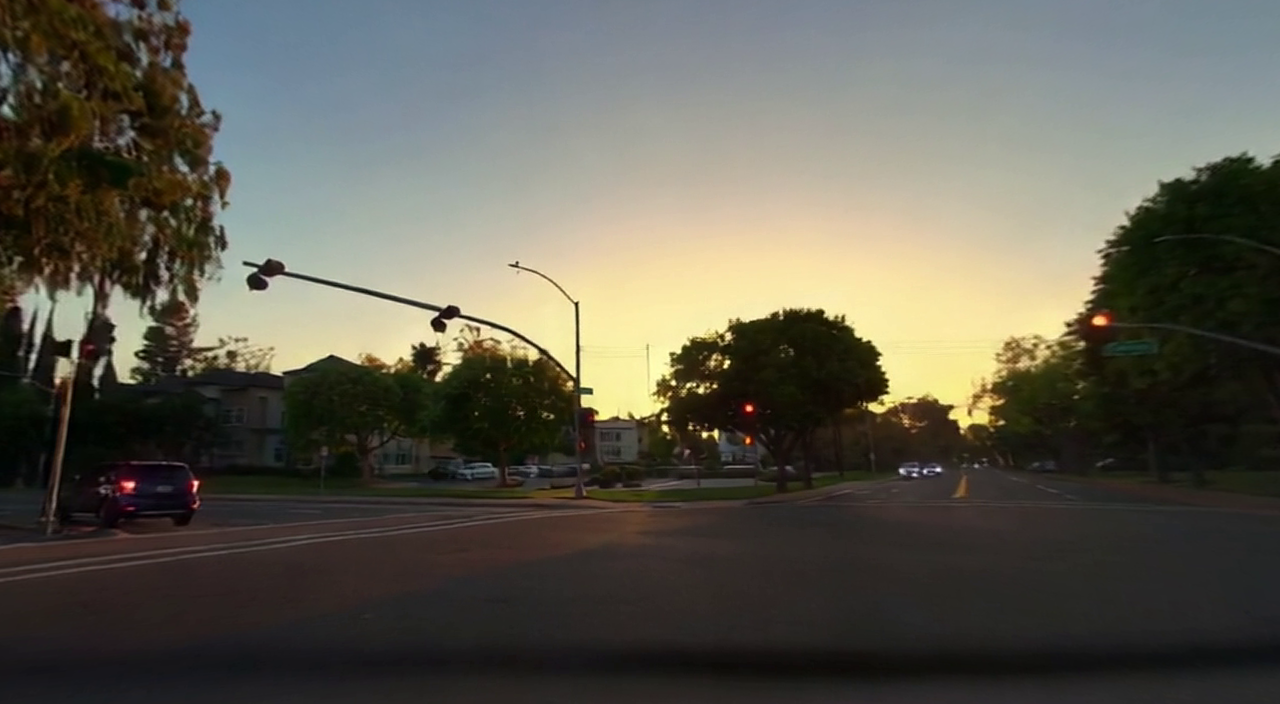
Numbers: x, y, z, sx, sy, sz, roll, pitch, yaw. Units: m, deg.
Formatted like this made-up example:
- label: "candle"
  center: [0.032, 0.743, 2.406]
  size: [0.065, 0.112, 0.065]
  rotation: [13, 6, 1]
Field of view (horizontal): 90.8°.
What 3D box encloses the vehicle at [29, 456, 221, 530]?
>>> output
- label: "vehicle"
  center: [-13.043, 3.461, 16.012]
  size: [4.247, 1.591, 2.093]
  rotation: [-4, -10, 27]
